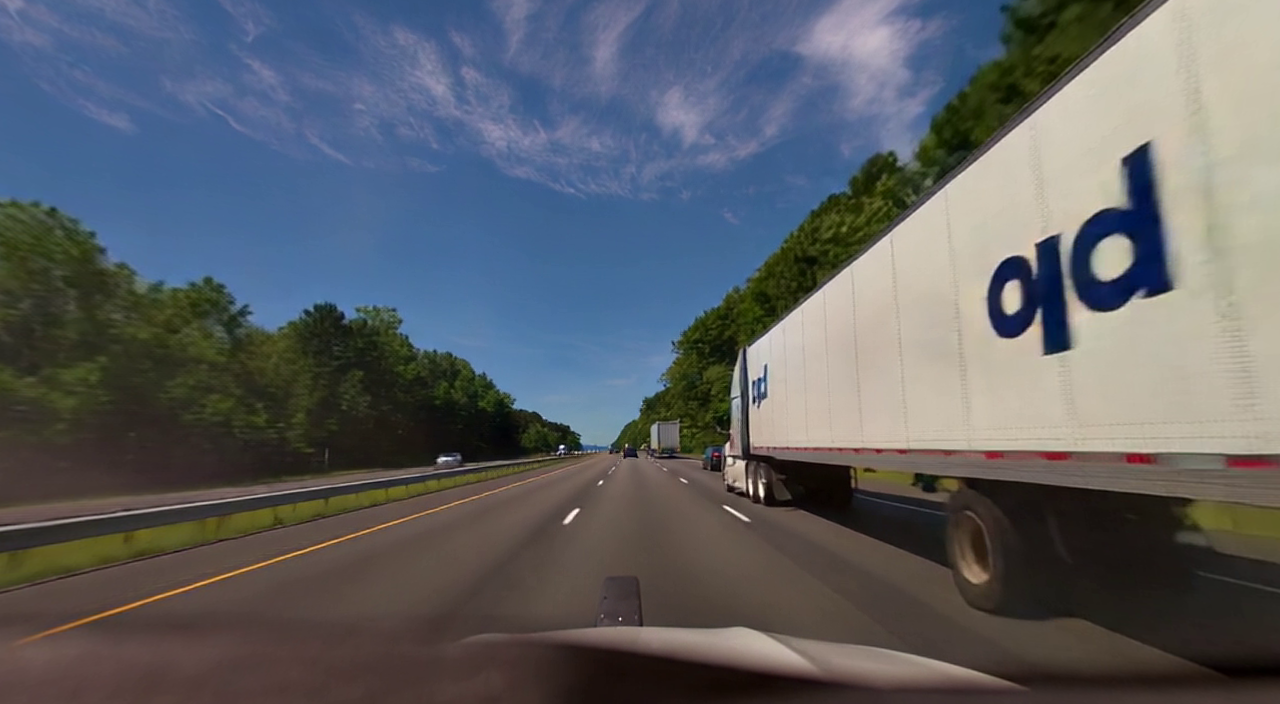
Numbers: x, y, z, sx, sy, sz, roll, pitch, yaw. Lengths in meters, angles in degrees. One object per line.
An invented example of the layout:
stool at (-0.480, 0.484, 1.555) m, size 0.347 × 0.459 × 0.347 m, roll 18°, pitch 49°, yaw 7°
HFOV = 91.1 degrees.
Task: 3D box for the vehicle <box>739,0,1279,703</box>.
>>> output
vehicle at (4.066, 0.506, 8.259) m, size 2.973 × 4.007 × 14.076 m, roll 0°, pitch -9°, yaw -1°
